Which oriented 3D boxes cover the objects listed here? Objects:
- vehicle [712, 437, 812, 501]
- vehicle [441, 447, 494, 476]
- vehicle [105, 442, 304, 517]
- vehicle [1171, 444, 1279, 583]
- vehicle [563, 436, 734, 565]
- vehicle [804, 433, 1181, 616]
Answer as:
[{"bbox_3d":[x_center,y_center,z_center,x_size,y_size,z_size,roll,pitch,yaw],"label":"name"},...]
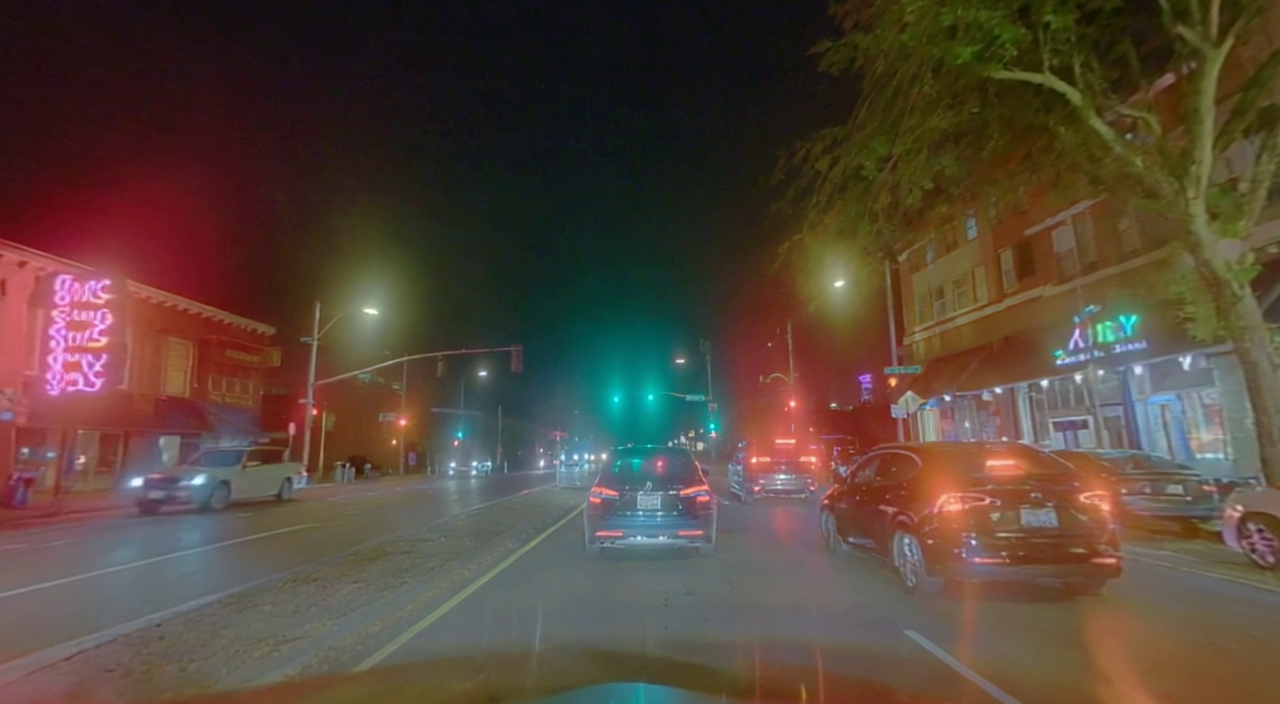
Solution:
[{"bbox_3d":[3.508,3.454,19.029,2.025,1.660,4.334,0,-9,-1],"label":"vehicle"},{"bbox_3d":[-11.350,7.232,41.878,2.034,1.765,4.708,-1,-9,2],"label":"vehicle"},{"bbox_3d":[-11.526,3.359,17.256,2.042,1.749,4.629,-1,-9,1],"label":"vehicle"},{"bbox_3d":[7.930,1.645,6.126,1.825,1.499,4.239,0,-9,0],"label":"vehicle"},{"bbox_3d":[0.078,2.026,9.283,2.006,1.487,3.535,0,-9,-1],"label":"vehicle"},{"bbox_3d":[3.445,1.741,7.351,1.988,1.480,4.195,0,-9,1],"label":"vehicle"}]
